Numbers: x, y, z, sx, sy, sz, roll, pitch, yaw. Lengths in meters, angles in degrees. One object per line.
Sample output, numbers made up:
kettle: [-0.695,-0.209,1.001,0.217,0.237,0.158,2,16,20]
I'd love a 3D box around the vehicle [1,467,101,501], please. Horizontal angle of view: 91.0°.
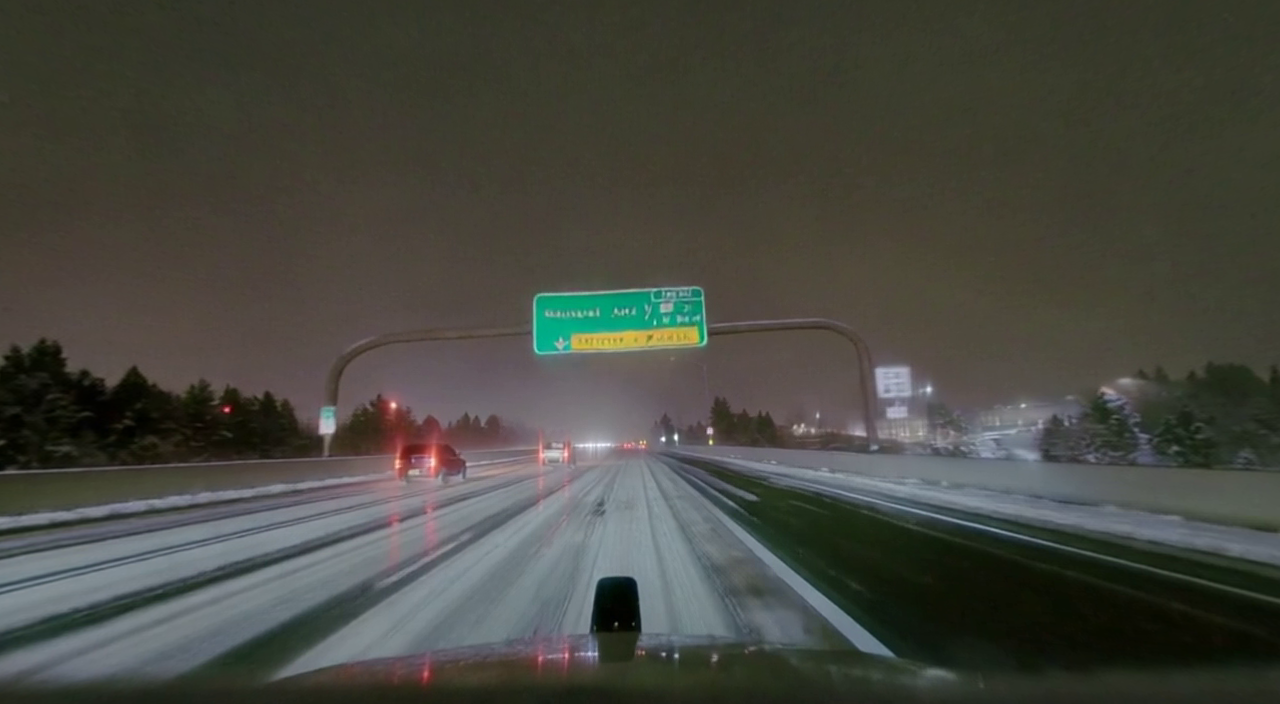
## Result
vehicle: [-31.519,7.041,33.826,1.715,1.540,3.744,0,-8,-1]

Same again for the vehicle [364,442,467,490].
vehicle: [-7.889,4.004,22.647,1.924,1.519,4.791,-1,-8,0]

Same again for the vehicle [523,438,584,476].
vehicle: [-4.079,5.017,30.558,2.200,1.662,5.091,-1,-8,0]
